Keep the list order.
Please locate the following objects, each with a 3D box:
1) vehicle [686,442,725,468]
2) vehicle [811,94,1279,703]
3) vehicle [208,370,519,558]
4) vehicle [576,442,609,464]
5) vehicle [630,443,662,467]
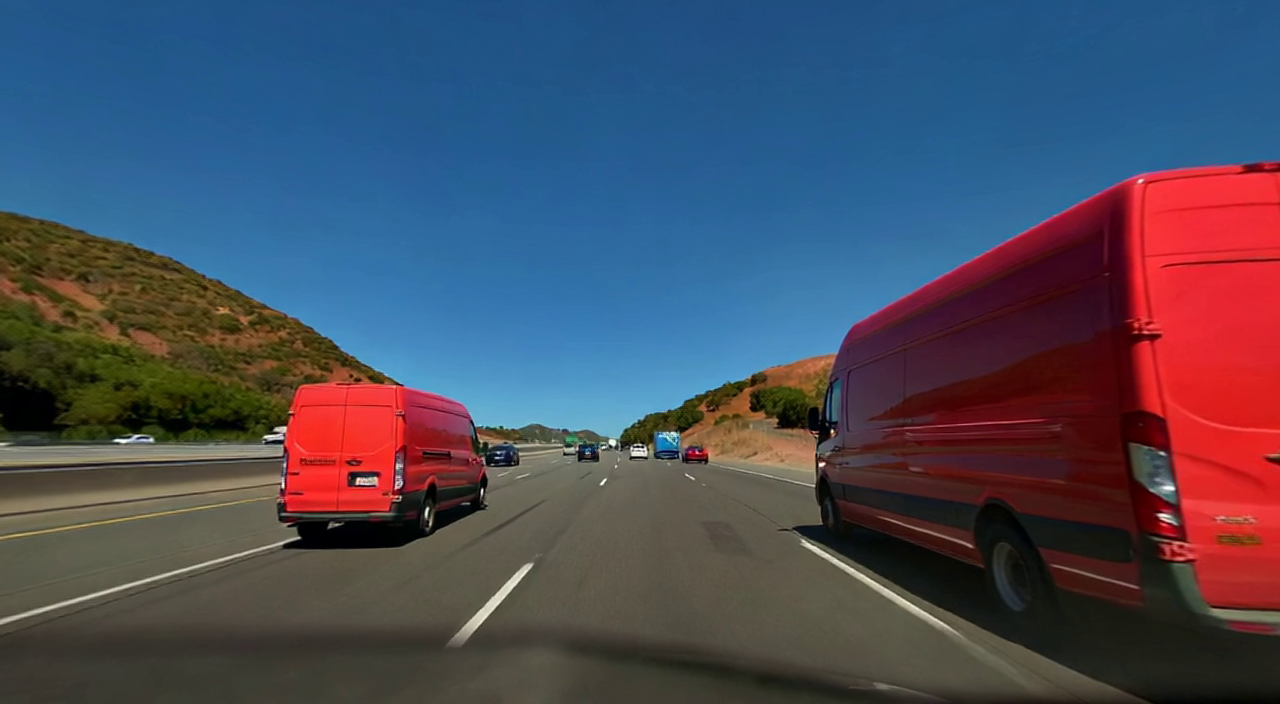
[{"bbox_3d":[4.198,6.713,41.060,2.051,1.598,4.145,0,-9,-1],"label":"vehicle"},{"bbox_3d":[4.228,0.717,6.725,2.764,3.260,7.019,0,-9,0],"label":"vehicle"},{"bbox_3d":[-3.819,1.751,10.380,2.421,2.203,5.775,0,-9,1],"label":"vehicle"},{"bbox_3d":[-3.590,7.736,48.118,2.138,1.581,4.340,0,-9,0],"label":"vehicle"},{"bbox_3d":[0.386,6.842,41.916,2.014,1.543,3.804,0,-9,0],"label":"vehicle"}]
